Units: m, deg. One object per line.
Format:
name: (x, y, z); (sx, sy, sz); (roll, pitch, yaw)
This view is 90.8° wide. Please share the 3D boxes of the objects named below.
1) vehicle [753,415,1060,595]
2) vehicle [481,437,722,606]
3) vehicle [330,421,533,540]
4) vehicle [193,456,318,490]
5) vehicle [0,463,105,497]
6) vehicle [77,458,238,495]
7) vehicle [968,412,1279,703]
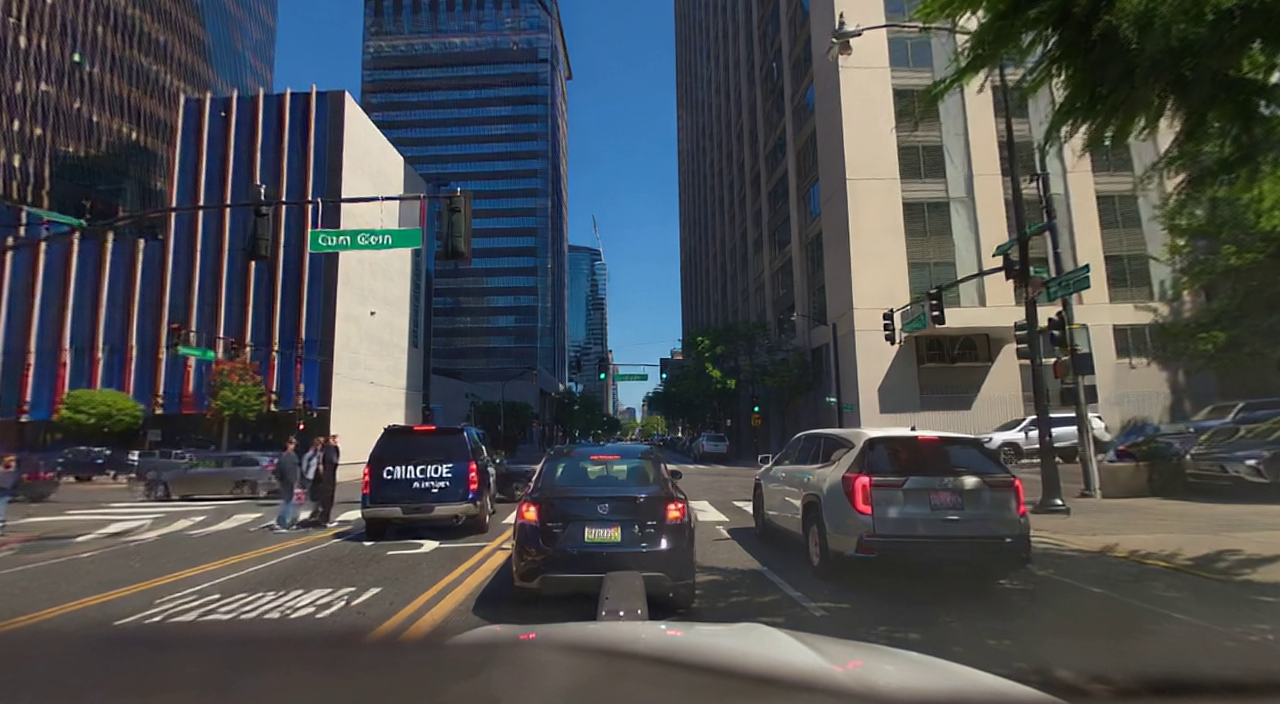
vehicle: (3.041, 1.849, 8.630); (2.072, 1.735, 4.759); (0, -8, 0)
vehicle: (-0.360, 1.787, 7.647); (2.092, 1.454, 4.132); (0, -8, -1)
vehicle: (-3.695, 2.392, 12.526); (2.190, 1.840, 5.272); (0, -8, 0)
vehicle: (-17.911, 5.617, 29.537); (4.673, 1.478, 2.114); (-2, -9, 11)
vehicle: (-28.995, 6.138, 30.439); (4.636, 1.482, 1.886); (0, -8, -1)
vehicle: (-20.261, 5.247, 26.704); (5.153, 1.449, 1.966); (0, -8, 0)
vehicle: (2.740, 0.808, 1.119); (1.902, 1.454, 4.540); (0, -8, 0)
